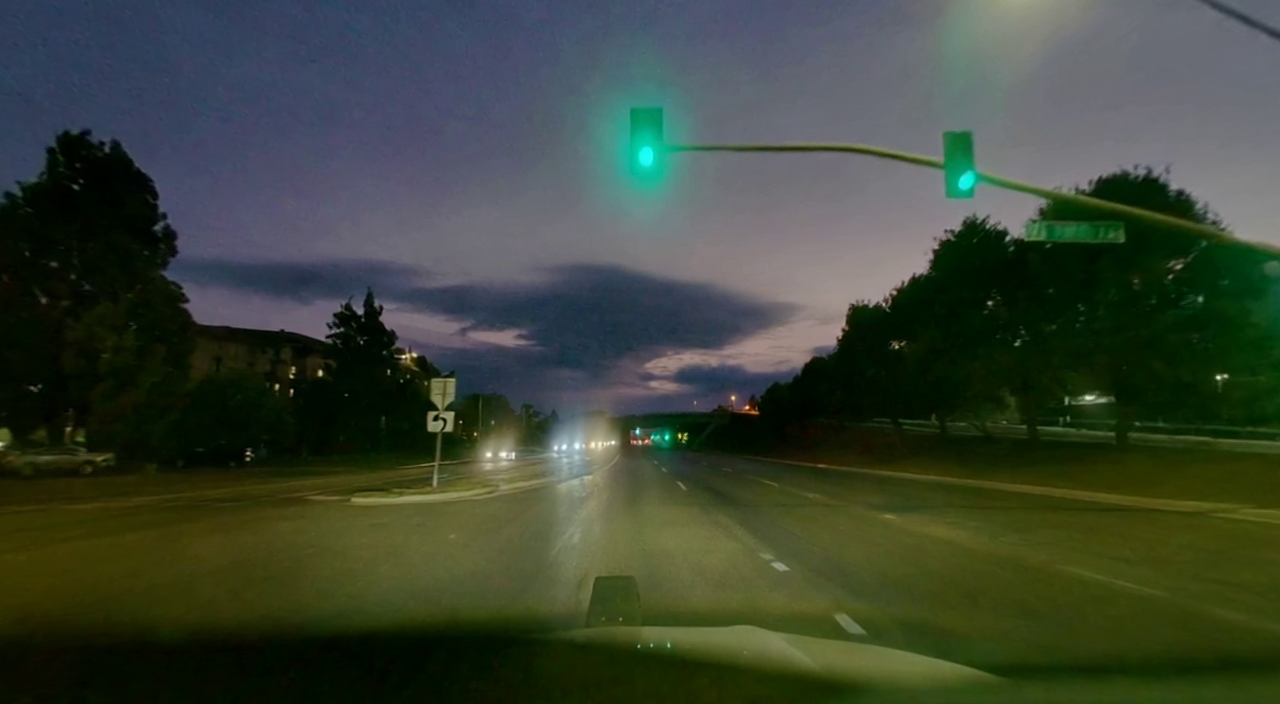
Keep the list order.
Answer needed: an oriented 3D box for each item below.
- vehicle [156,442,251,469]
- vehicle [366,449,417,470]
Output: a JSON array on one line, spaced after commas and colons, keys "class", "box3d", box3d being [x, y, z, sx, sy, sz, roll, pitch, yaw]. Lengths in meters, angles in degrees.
[{"class": "vehicle", "box3d": [-30.650, 7.290, 44.518, 1.915, 1.768, 5.060, -5, -10, 30]}, {"class": "vehicle", "box3d": [-19.050, 8.232, 48.661, 2.001, 1.468, 4.746, 0, -9, 0]}]
